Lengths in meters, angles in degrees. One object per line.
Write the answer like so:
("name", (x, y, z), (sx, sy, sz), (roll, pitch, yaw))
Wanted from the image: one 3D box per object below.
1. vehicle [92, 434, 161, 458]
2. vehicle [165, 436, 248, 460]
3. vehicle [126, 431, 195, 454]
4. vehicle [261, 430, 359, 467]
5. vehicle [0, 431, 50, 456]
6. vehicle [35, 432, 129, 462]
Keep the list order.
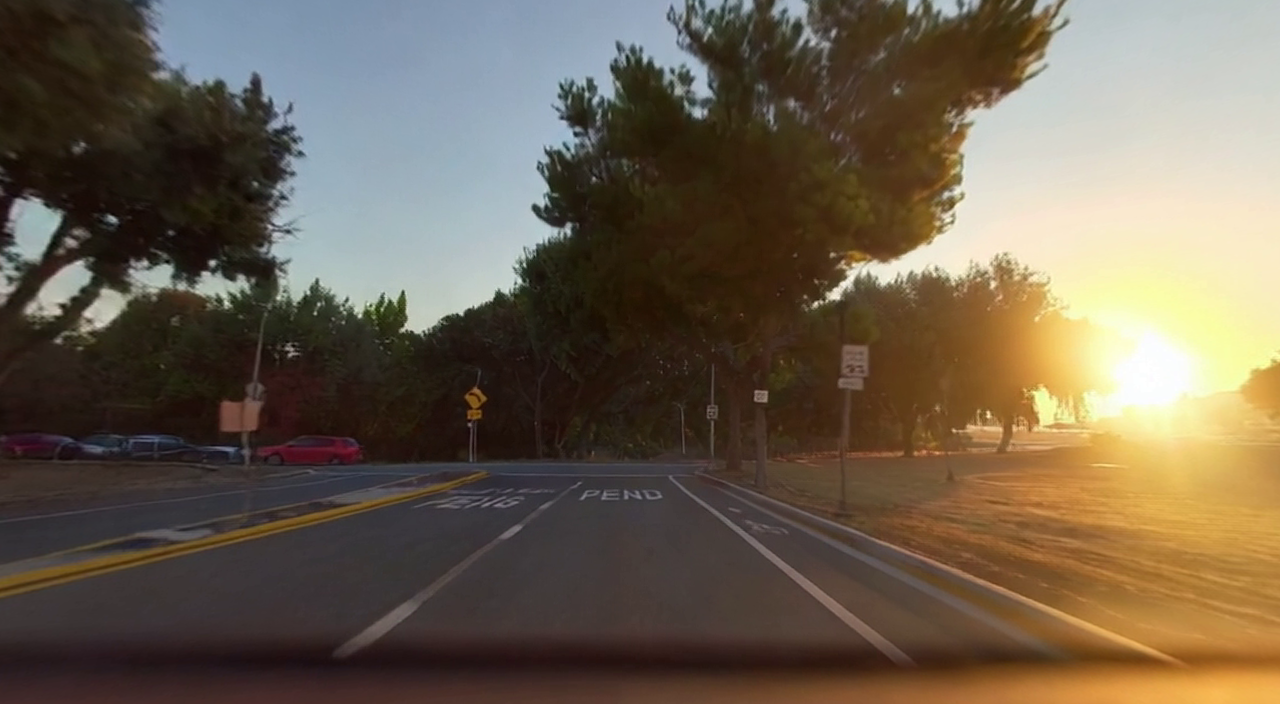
("vehicle", (-33.814, 6.224, 41.534), (1.601, 1.494, 3.449), (0, -8, 0))
("vehicle", (-28.335, 6.312, 41.320), (1.823, 1.463, 4.771), (0, -8, 4))
("vehicle", (-31.269, 5.927, 41.147), (1.561, 1.438, 3.699), (0, -8, 1))
("vehicle", (-18.381, 5.406, 35.332), (4.529, 1.976, 2.002), (3, -9, -19))
("vehicle", (-41.344, 6.028, 41.418), (1.705, 1.596, 3.596), (0, -8, -5))
("vehicle", (-36.422, 6.200, 41.272), (1.951, 1.843, 4.498), (0, -8, 0))
